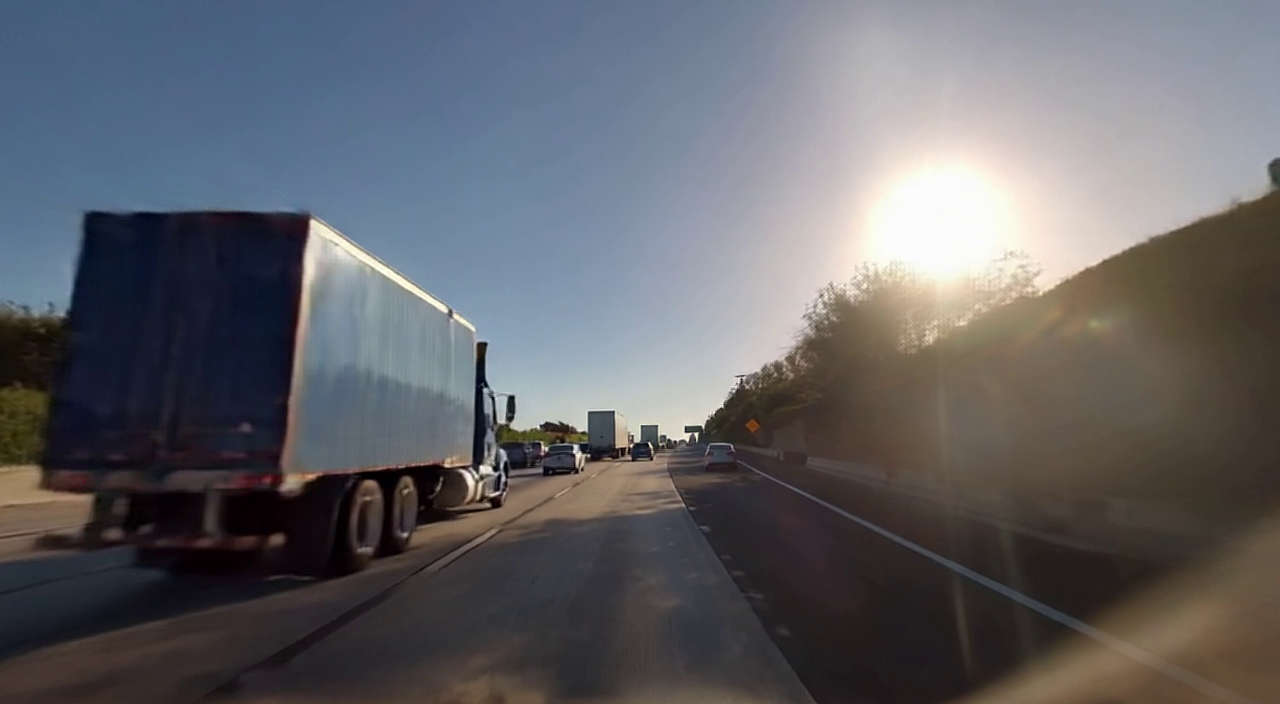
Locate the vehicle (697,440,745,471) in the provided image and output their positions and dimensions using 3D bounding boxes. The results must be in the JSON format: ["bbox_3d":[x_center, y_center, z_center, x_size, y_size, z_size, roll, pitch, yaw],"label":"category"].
[{"bbox_3d":[4.169,5.404,33.026,2.176,1.493,3.955,-1,-8,3],"label":"vehicle"}]

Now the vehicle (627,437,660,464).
[{"bbox_3d":[0.248,7.249,46.418,2.325,1.864,4.128,0,-8,0],"label":"vehicle"}]

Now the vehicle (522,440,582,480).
[{"bbox_3d":[-3.773,4.689,27.759,1.866,1.568,4.603,0,-8,1],"label":"vehicle"}]

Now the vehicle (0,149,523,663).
[{"bbox_3d":[-3.924,0.827,7.957,3.123,3.341,7.669,-1,-8,2],"label":"vehicle"}]
